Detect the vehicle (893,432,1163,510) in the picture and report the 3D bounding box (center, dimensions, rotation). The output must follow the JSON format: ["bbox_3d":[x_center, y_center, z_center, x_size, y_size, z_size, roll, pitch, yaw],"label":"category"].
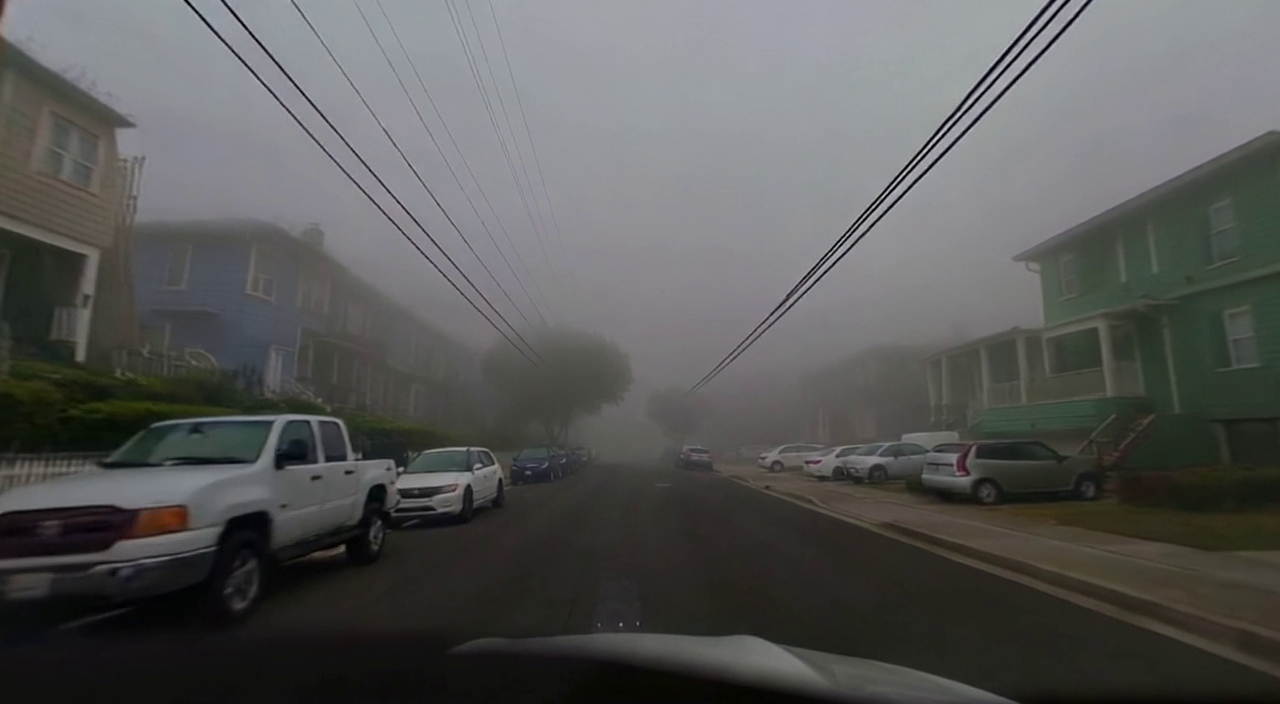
[{"bbox_3d":[8.122,2.494,13.544,4.594,1.512,1.824,0,-8,-2],"label":"vehicle"}]

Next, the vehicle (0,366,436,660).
[{"bbox_3d":[-4.017,1.408,6.664,2.057,1.887,5.053,0,-9,-1],"label":"vehicle"}]

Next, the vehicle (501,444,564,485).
[{"bbox_3d":[-4.222,4.468,25.464,1.745,1.490,4.304,0,-9,0],"label":"vehicle"}]

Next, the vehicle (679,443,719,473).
[{"bbox_3d":[3.254,5.939,35.514,1.916,1.587,3.986,0,-9,0],"label":"vehicle"}]
